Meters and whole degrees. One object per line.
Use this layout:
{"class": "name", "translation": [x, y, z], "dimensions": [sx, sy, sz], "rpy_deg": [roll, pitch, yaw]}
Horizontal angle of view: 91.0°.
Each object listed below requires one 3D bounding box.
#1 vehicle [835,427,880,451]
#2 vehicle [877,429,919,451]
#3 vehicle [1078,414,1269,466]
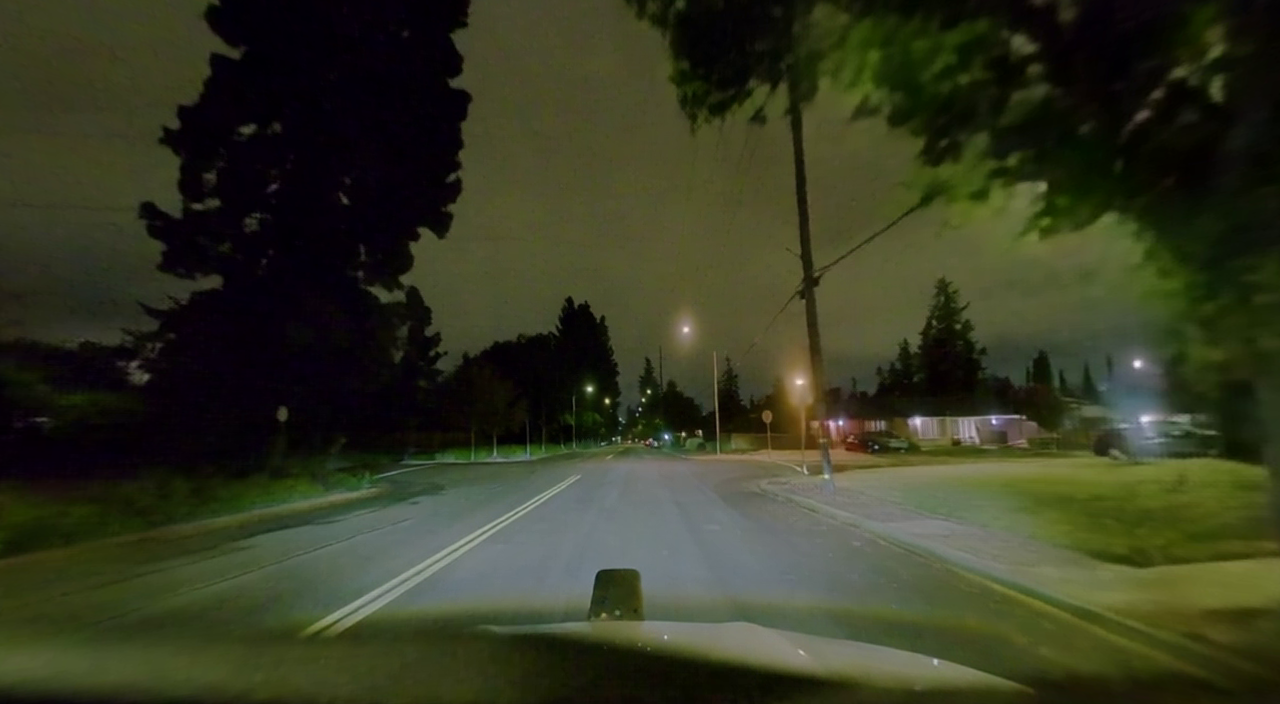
{"class": "vehicle", "translation": [16.197, 6.540, 47.073], "dimensions": [1.829, 1.667, 4.437], "rpy_deg": [0, -8, 2]}
{"class": "vehicle", "translation": [18.996, 6.495, 46.486], "dimensions": [1.803, 1.504, 4.324], "rpy_deg": [-1, -8, 7]}
{"class": "vehicle", "translation": [16.485, 2.791, 19.859], "dimensions": [1.783, 1.431, 4.757], "rpy_deg": [0, -8, -1]}
